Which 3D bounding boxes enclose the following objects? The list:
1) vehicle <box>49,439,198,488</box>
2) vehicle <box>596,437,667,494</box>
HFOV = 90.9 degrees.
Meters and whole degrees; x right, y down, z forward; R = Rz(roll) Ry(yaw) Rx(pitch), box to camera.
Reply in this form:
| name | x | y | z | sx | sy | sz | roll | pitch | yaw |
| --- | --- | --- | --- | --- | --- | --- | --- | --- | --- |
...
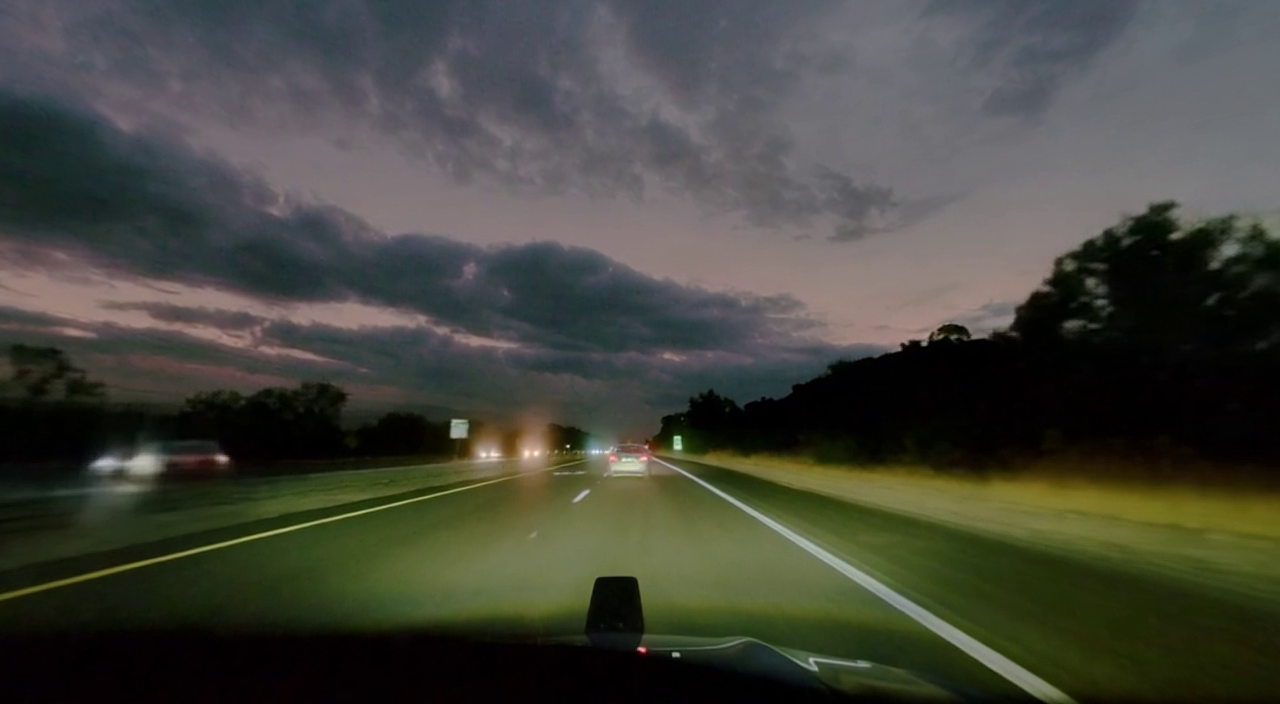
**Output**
| name | x | y | z | sx | sy | sz | roll | pitch | yaw |
| --- | --- | --- | --- | --- | --- | --- | --- | --- | --- |
| vehicle | -17.317 | 3.727 | 21.391 | 1.794 | 1.488 | 3.770 | 0 | -9 | 0 |
| vehicle | -0.233 | 3.776 | 21.359 | 2.135 | 1.686 | 4.517 | 0 | -9 | 1 |
